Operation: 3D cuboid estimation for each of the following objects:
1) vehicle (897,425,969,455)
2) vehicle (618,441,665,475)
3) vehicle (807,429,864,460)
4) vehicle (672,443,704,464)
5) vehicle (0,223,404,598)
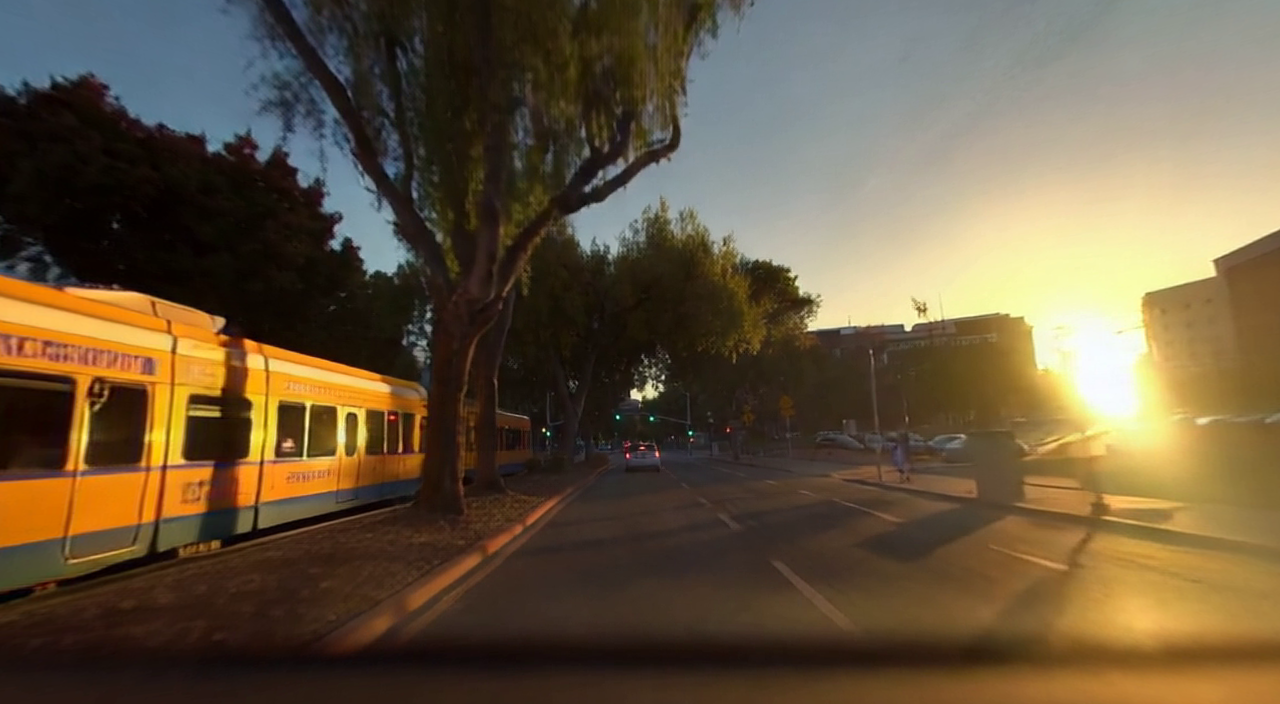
[{"bbox_3d":[19.402,5.901,42.230,2.159,1.817,5.675,0,-8,1],"label":"vehicle"},{"bbox_3d":[0.042,4.872,29.283,2.002,1.471,4.337,0,-8,0],"label":"vehicle"},{"bbox_3d":[13.200,6.314,43.101,2.145,1.911,5.581,0,-8,1],"label":"vehicle"},{"bbox_3d":[3.319,7.125,44.504,1.944,1.447,4.392,0,-8,0],"label":"vehicle"},{"bbox_3d":[-7.805,1.035,10.076,2.897,3.700,13.528,0,-7,0],"label":"vehicle"}]
